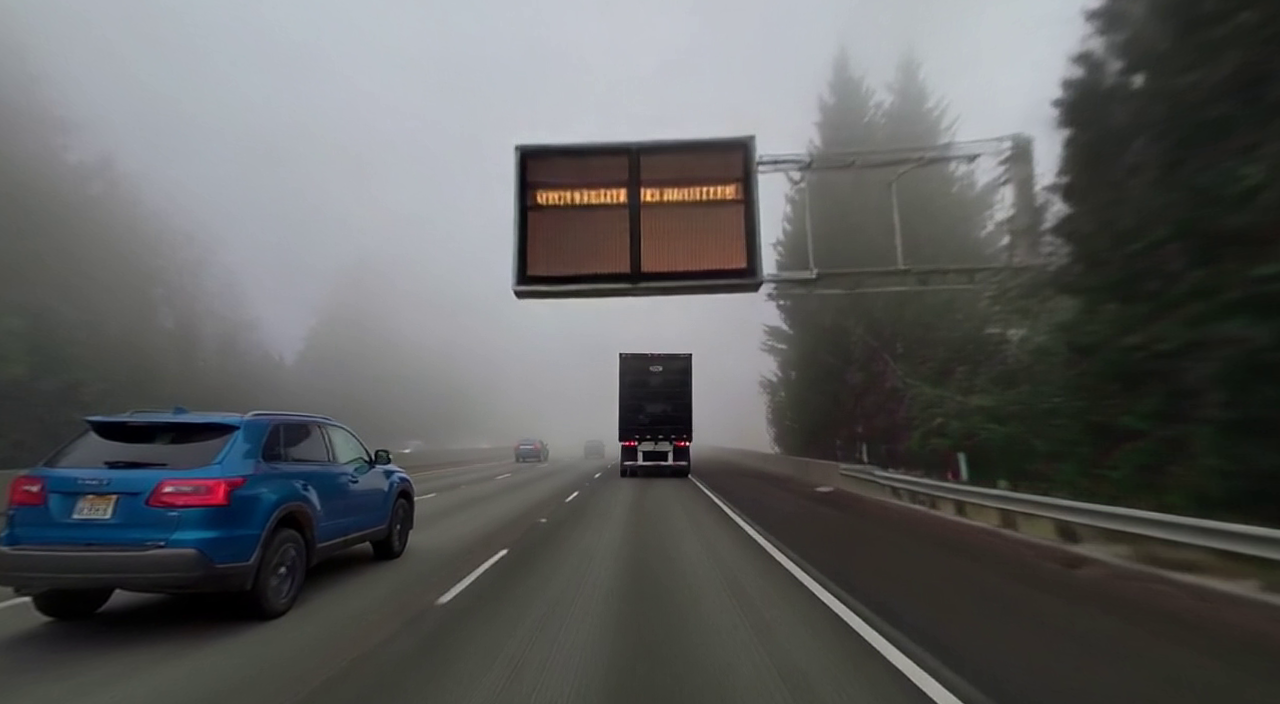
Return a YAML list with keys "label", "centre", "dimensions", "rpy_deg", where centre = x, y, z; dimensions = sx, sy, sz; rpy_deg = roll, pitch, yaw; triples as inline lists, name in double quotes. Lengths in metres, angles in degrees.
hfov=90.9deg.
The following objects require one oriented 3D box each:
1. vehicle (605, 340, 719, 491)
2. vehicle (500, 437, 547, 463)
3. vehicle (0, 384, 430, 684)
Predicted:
- label: "vehicle"
  centre: [0.558, 2.379, 21.470]
  dimensions: [2.870, 3.841, 10.653]
  rpy_deg: [0, -8, 0]
- label: "vehicle"
  centre: [-6.933, 5.898, 37.898]
  dimensions: [1.882, 1.451, 4.416]
  rpy_deg: [0, -8, 1]
- label: "vehicle"
  centre: [-3.712, 1.335, 5.740]
  dimensions: [2.077, 1.671, 4.249]
  rpy_deg: [0, -8, 1]
